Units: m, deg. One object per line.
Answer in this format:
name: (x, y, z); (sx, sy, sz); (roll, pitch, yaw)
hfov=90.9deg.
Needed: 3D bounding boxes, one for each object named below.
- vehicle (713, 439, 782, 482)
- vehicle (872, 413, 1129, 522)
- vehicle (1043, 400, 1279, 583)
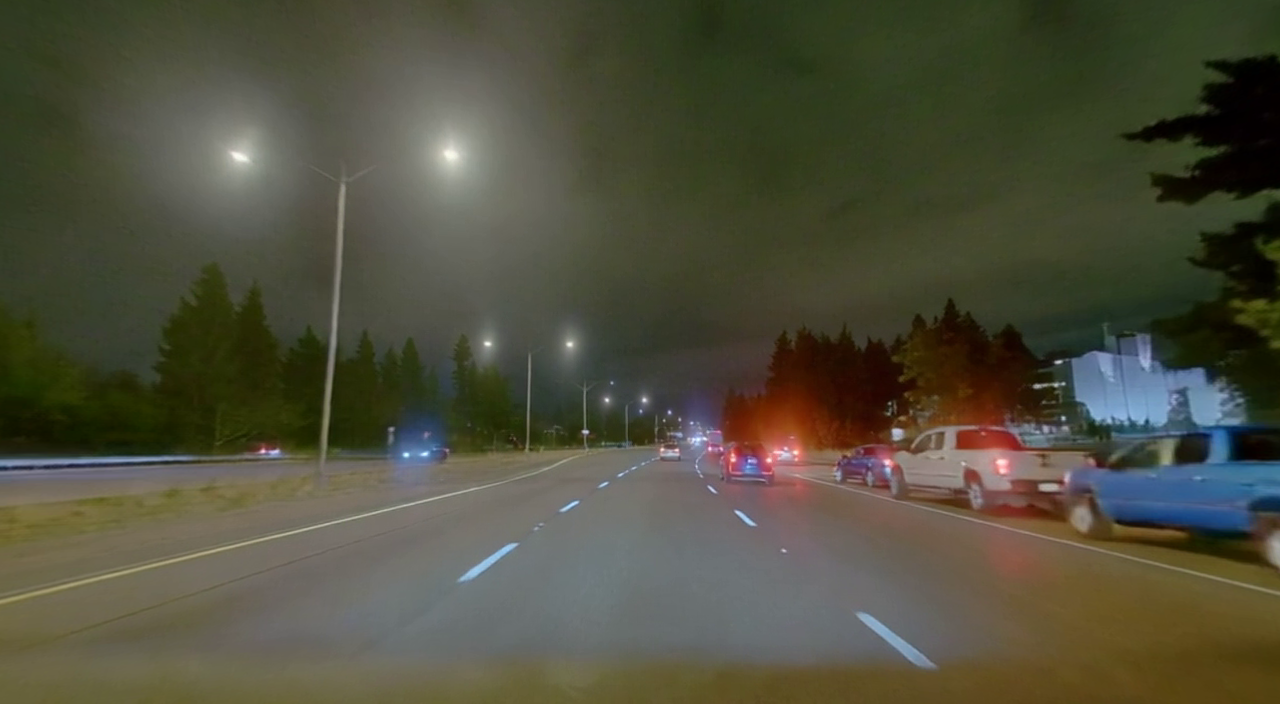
vehicle: (4.128, 4.239, 24.900); (1.981, 1.499, 4.536); (0, -8, 1)
vehicle: (7.905, 2.636, 15.033); (2.410, 1.997, 6.477); (0, -8, 1)
vehicle: (7.415, 1.565, 7.518); (2.104, 1.801, 4.628); (0, -8, 0)
